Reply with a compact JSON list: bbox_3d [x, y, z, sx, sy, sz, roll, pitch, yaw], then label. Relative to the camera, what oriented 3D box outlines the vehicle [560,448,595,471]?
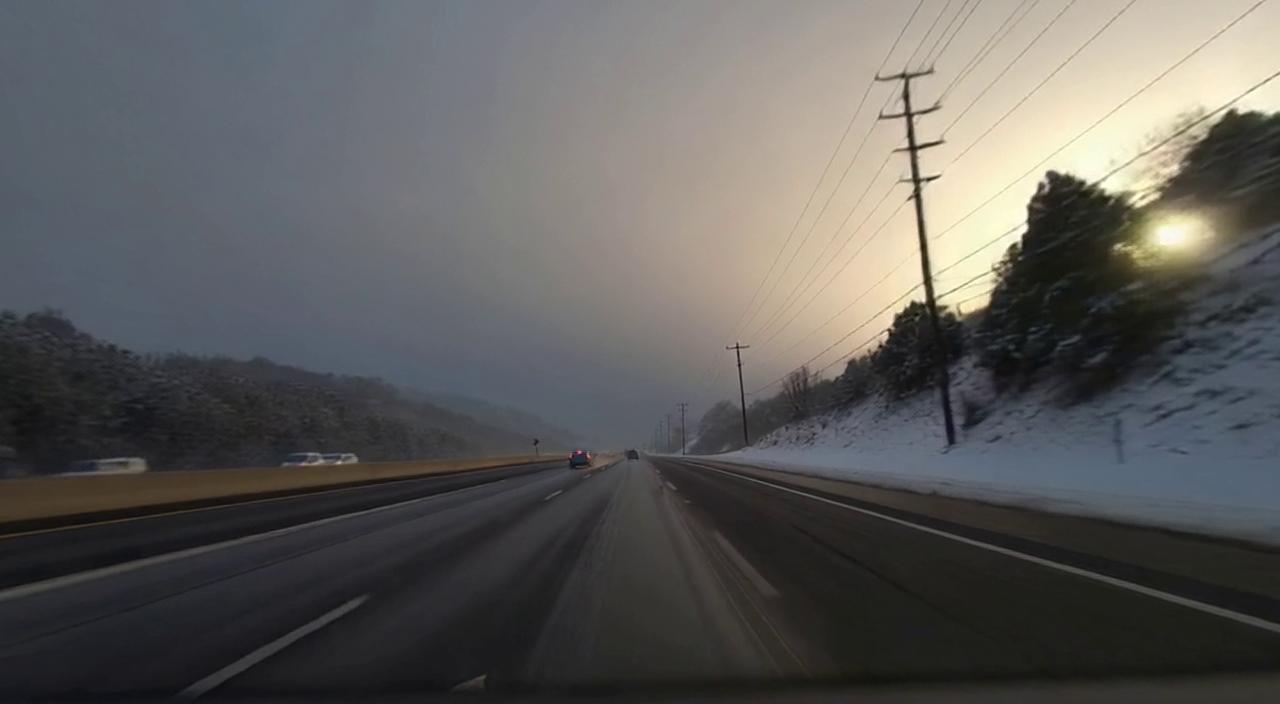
[{"bbox_3d":[-4.207,7.286,43.020,1.924,1.511,4.079,0,-9,0],"label":"vehicle"}]

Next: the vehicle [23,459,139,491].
[{"bbox_3d":[-29.619,6.518,33.738,1.852,1.474,4.749,0,-9,0],"label":"vehicle"}]
